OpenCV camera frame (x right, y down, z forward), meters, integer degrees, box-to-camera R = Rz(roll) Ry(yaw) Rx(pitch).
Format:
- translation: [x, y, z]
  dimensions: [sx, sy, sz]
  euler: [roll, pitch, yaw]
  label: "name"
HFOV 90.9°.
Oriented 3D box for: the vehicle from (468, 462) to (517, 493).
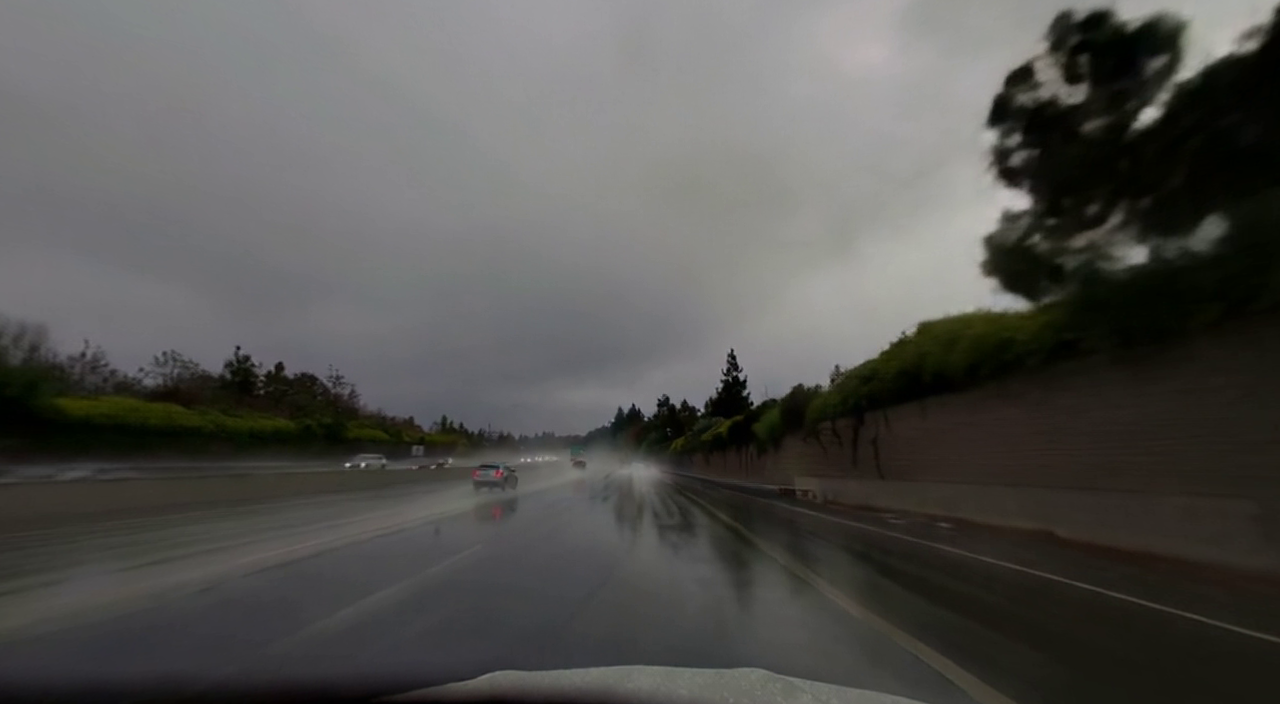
- translation: [-7.794, 6.680, 33.659]
  dimensions: [1.742, 1.494, 3.795]
  euler: [-1, -10, -1]
  label: "vehicle"
